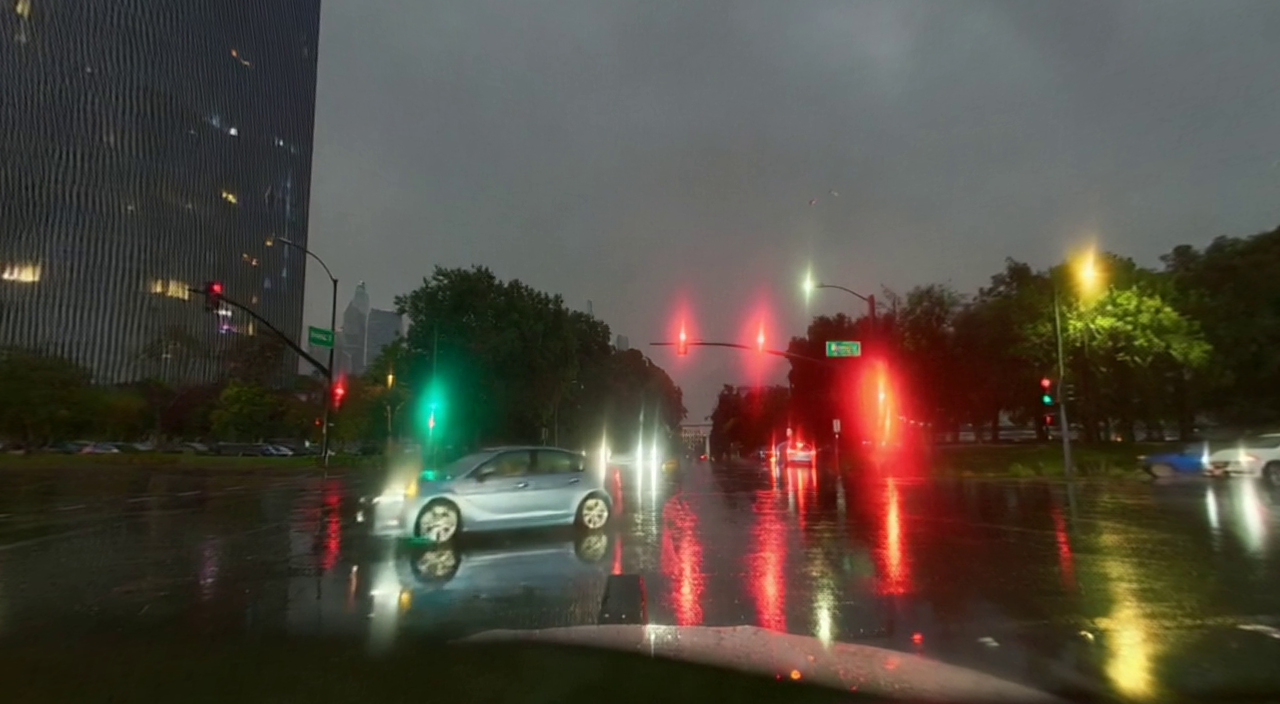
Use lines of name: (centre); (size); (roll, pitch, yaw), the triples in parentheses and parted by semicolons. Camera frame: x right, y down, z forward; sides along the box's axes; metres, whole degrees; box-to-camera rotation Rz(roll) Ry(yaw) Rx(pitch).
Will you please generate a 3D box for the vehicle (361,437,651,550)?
vehicle: (-2.014, 2.273, 10.931); (1.924, 1.491, 4.802); (-7, -11, 37)
